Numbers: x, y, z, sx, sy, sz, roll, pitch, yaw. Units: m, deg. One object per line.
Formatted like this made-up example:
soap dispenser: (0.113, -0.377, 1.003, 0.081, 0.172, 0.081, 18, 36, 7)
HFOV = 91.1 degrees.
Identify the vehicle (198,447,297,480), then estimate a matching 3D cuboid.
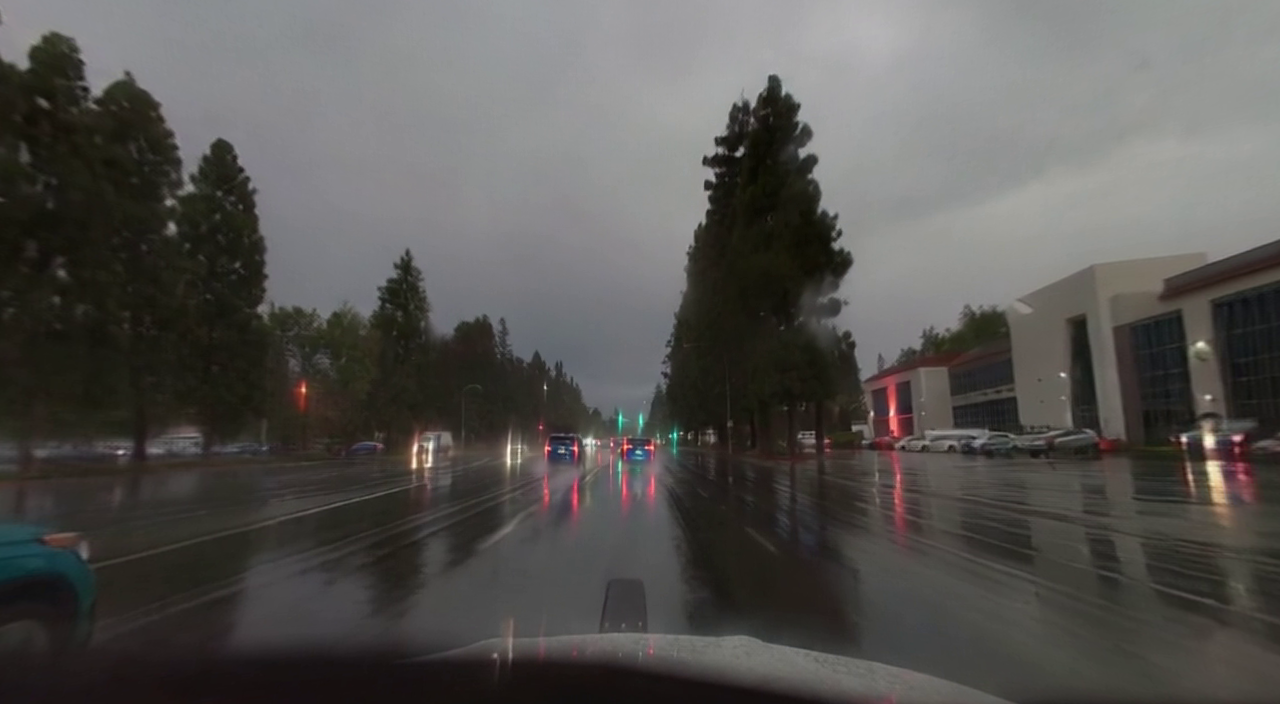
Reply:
vehicle: (-19.637, 5.563, 31.669, 2.039, 1.497, 4.561, 0, -8, 0)

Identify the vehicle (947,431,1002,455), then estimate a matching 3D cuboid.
vehicle: (19.927, 5.440, 37.549, 1.466, 1.357, 3.288, 0, -8, 0)

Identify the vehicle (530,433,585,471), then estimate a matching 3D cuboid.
vehicle: (-3.980, 4.916, 30.975, 2.113, 1.713, 4.422, 0, -8, 0)

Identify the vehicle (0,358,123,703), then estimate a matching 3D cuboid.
vehicle: (-3.733, 0.627, 1.101, 2.070, 1.641, 4.152, 0, -8, 0)

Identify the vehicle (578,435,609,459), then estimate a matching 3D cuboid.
vehicle: (-3.602, 7.465, 49.315, 2.047, 1.810, 4.414, 0, -8, 1)

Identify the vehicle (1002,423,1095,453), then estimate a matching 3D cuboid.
vehicle: (24.195, 5.177, 37.424, 2.079, 1.656, 4.564, 1, -10, -8)

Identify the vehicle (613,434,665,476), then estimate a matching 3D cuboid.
vehicle: (-0.051, 4.354, 26.810, 2.042, 1.641, 4.187, 0, -8, 0)

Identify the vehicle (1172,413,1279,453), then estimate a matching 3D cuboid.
vehicle: (30.256, 4.033, 31.189, 5.405, 1.896, 2.219, 0, -8, 3)

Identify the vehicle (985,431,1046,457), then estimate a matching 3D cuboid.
vehicle: (22.356, 5.463, 37.469, 1.487, 1.361, 3.317, -1, -6, -1)
